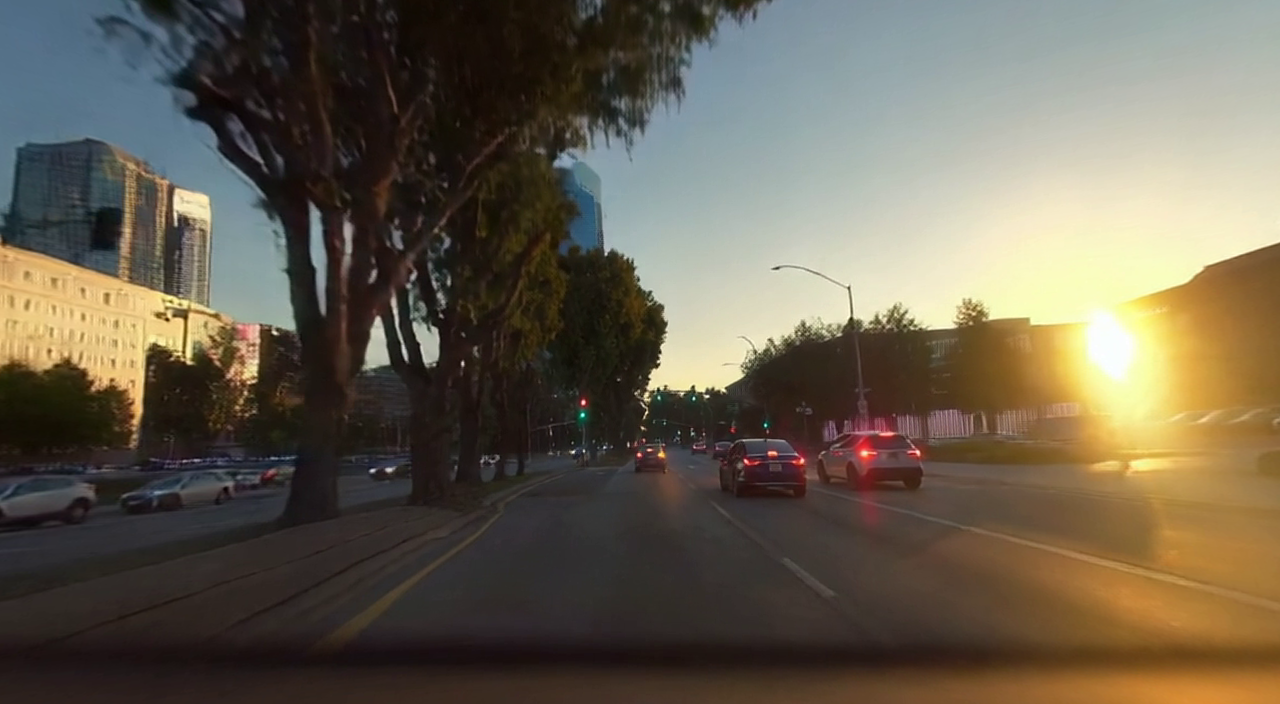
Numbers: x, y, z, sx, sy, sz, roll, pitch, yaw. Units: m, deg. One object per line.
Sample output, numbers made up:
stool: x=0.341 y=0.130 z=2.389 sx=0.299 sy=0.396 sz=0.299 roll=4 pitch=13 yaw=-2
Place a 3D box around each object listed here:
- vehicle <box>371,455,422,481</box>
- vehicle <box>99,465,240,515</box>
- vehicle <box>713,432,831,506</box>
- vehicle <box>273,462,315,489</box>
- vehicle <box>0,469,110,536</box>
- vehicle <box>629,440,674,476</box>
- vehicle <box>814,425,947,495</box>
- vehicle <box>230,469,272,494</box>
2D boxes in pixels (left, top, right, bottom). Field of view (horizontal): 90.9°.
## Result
vehicle: x=-18.123 y=8.650 z=47.183 sx=1.954 sy=1.779 sz=4.635 roll=0 pitch=-8 yaw=0
vehicle: x=-18.577 y=5.423 z=25.233 sx=1.956 sy=1.647 sz=4.643 roll=0 pitch=-8 yaw=1
vehicle: x=3.180 y=2.911 z=16.215 sx=1.931 sy=1.591 sz=4.708 roll=0 pitch=-8 yaw=-1
vehicle: x=-24.706 y=8.793 z=45.136 sx=2.076 sy=1.688 sz=4.635 roll=3 pitch=-9 yaw=-22
vehicle: x=-18.707 y=4.433 z=18.737 sx=2.049 sy=1.678 sz=4.376 roll=0 pitch=-8 yaw=0
vehicle: x=0.509 y=5.249 z=31.455 sx=2.125 sy=1.669 sz=3.880 roll=0 pitch=-8 yaw=-1
vehicle: x=6.815 y=3.103 z=18.512 sx=1.963 sy=1.783 sz=4.722 roll=0 pitch=-8 yaw=-1
vehicle: x=-27.513 y=9.146 z=44.679 sx=1.989 sy=1.476 sz=4.088 roll=4 pitch=-9 yaw=-25
